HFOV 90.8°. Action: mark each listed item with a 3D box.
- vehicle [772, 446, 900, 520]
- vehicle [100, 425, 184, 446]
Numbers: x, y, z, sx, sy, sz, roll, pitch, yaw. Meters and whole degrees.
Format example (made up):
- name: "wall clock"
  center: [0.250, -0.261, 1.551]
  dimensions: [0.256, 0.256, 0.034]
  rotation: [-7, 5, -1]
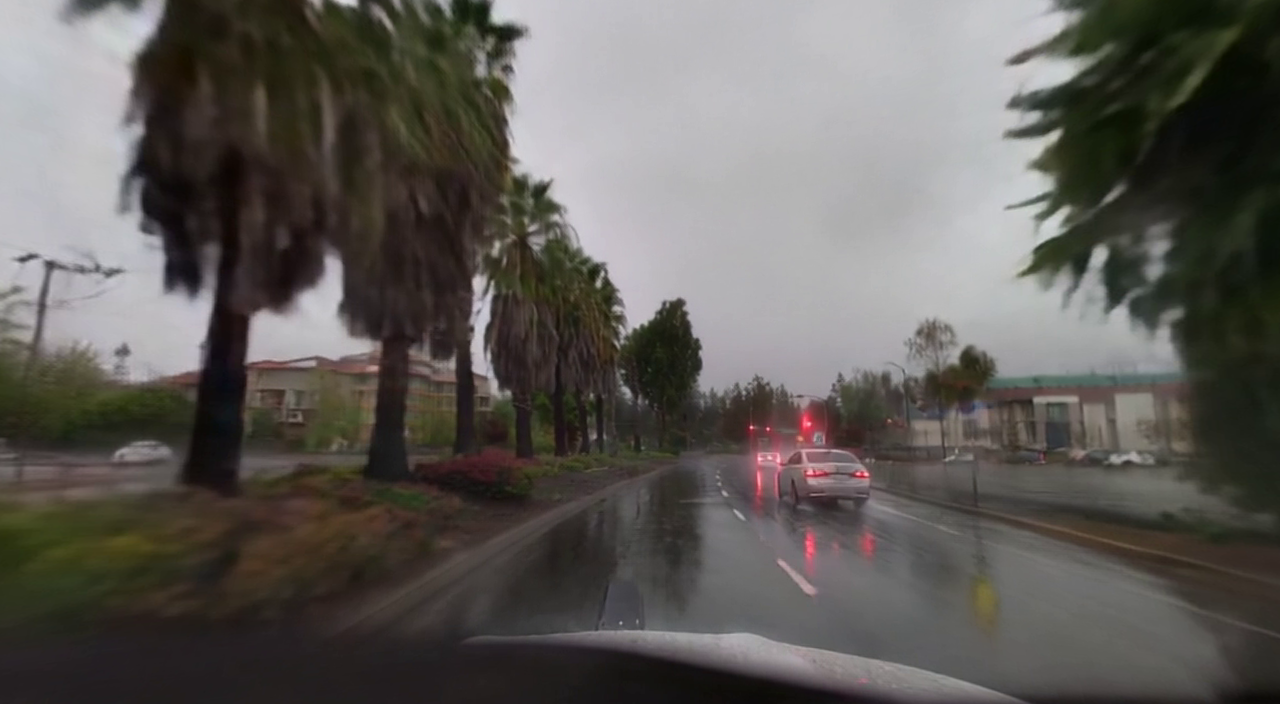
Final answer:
- name: "vehicle"
  center: [4.435, 2.993, 14.957]
  dimensions: [1.993, 1.483, 3.821]
  rotation: [0, -9, 3]
- name: "vehicle"
  center: [-38.167, 6.396, 48.479]
  dimensions: [1.793, 1.450, 4.673]
  rotation: [-9, -11, 38]
